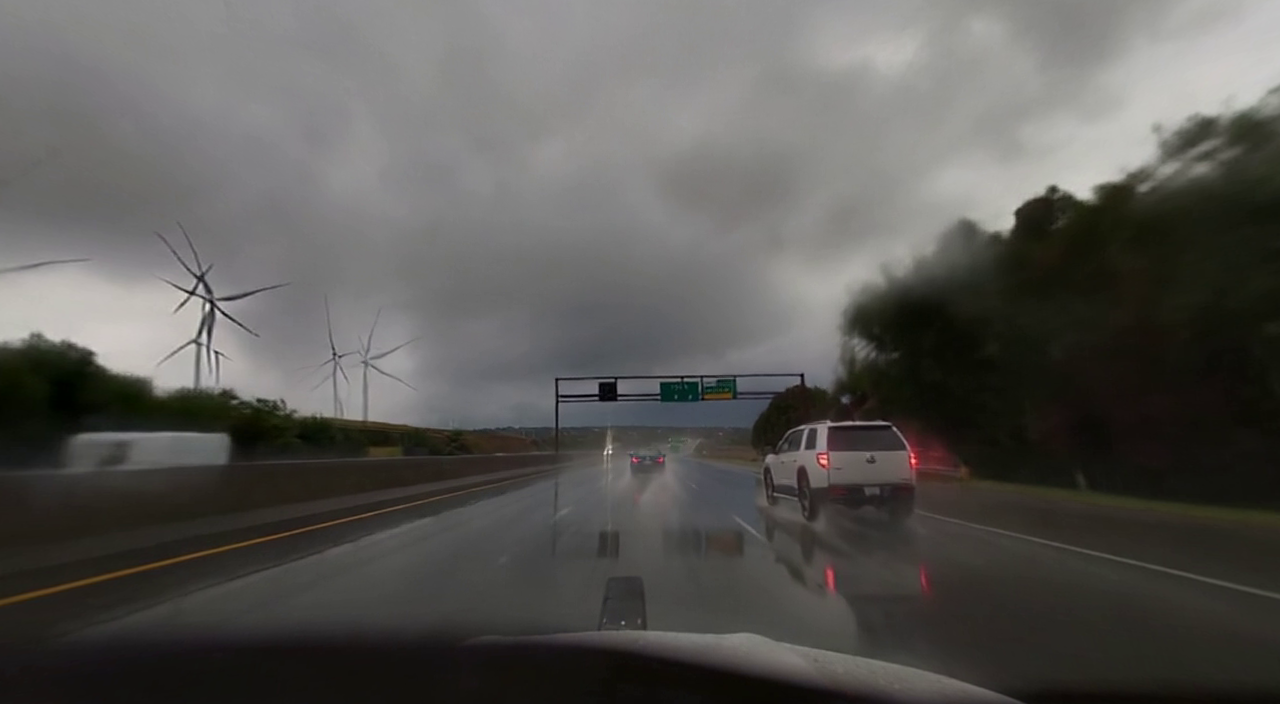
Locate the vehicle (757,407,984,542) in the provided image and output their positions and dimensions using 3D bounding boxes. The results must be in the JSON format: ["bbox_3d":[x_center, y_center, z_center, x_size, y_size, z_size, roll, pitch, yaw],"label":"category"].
[{"bbox_3d":[3.676,2.095,11.323,2.104,1.861,4.956,0,-9,-1],"label":"vehicle"}]

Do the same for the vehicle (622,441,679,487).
[{"bbox_3d":[0.366,4.394,25.037,2.083,1.653,3.787,0,-9,0],"label":"vehicle"}]

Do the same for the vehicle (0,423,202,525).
[{"bbox_3d":[-19.592,4.084,21.799,2.778,2.875,8.205,0,-9,1],"label":"vehicle"}]
